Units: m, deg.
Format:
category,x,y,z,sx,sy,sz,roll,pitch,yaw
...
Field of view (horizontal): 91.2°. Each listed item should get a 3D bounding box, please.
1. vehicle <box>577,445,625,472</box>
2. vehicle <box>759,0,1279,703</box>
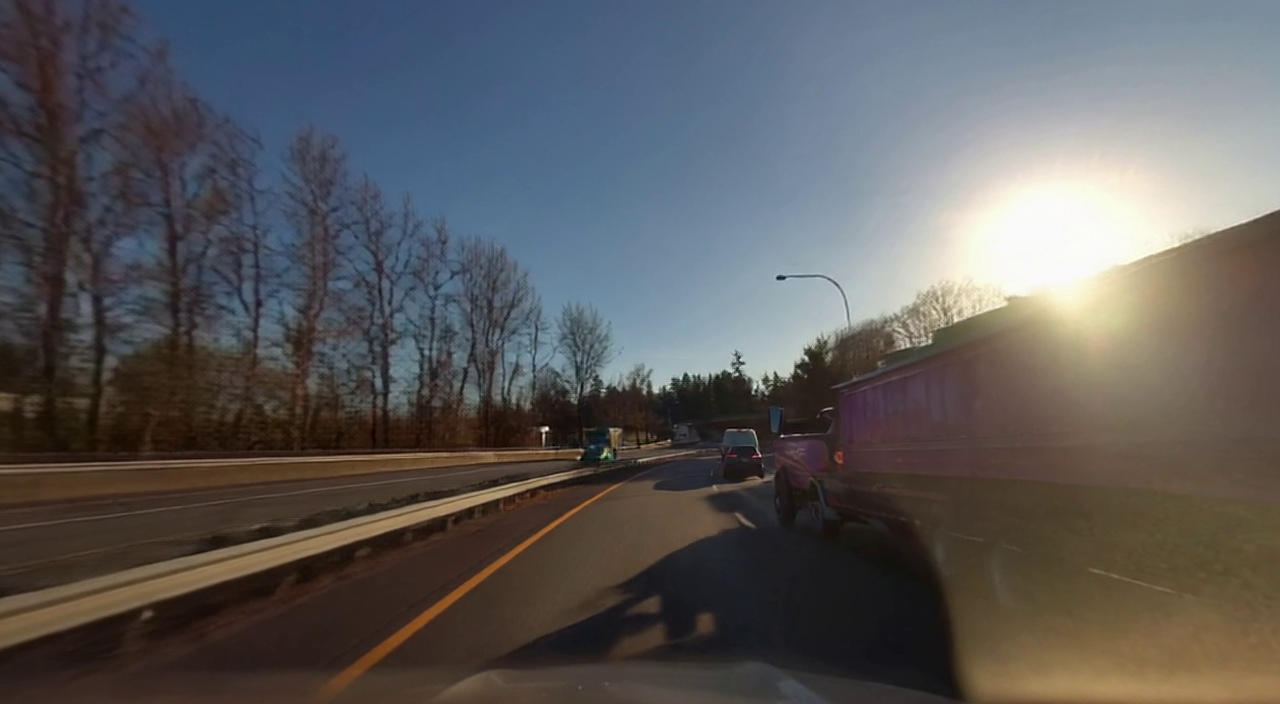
category,x,y,z,sx,sy,sz,roll,pitch,yaw
vehicle,-2.350,6.566,38.892,2.054,1.525,4.441,-1,-9,8
vehicle,4.079,1.002,7.171,2.916,3.563,14.462,0,-9,1
